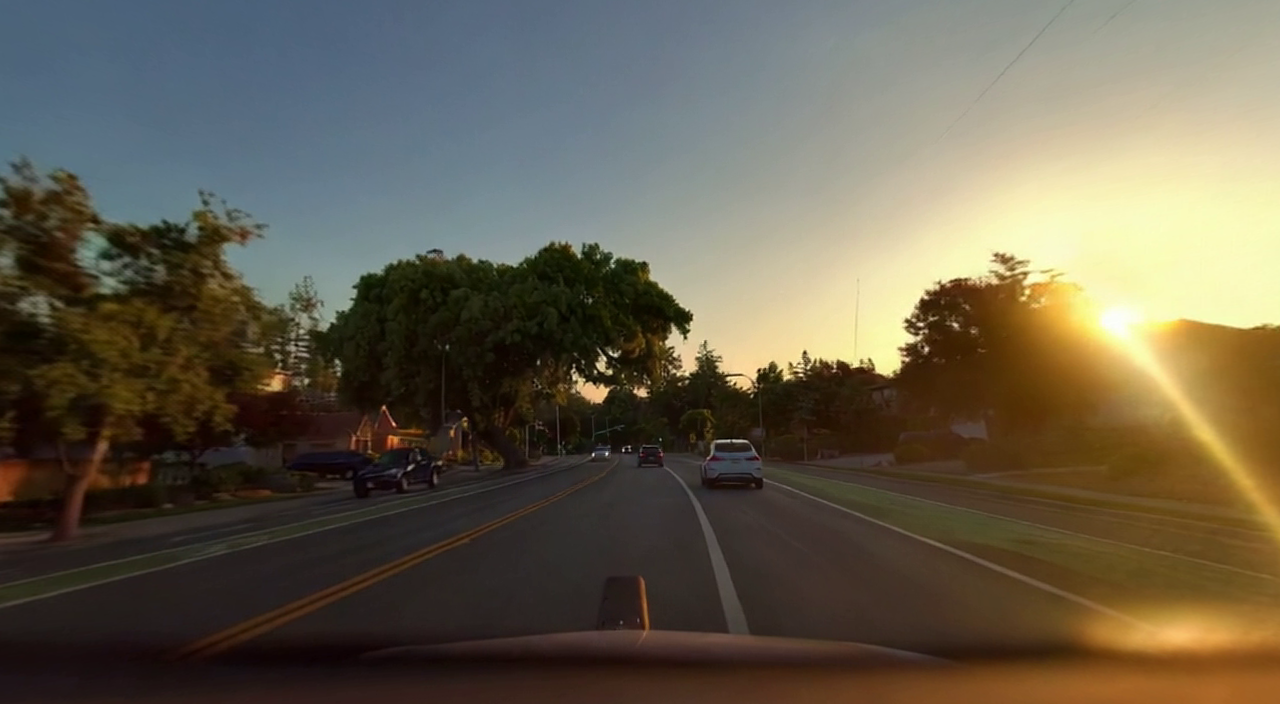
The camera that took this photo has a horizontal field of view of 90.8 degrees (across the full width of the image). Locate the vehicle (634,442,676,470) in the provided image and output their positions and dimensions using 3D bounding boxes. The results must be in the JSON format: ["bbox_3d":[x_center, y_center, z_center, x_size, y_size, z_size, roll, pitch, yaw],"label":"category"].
[{"bbox_3d":[0.772,5.816,35.408,2.196,1.449,4.006,0,-9,-1],"label":"vehicle"}]

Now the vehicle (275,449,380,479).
[{"bbox_3d":[-16.391,5.880,33.279,4.514,1.523,1.860,0,-9,2],"label":"vehicle"}]

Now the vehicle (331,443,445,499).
[{"bbox_3d":[-9.023,4.258,23.091,2.188,1.813,4.478,0,-9,2],"label":"vehicle"}]

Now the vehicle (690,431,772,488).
[{"bbox_3d":[3.017,3.686,22.006,2.200,1.763,4.676,0,-9,1],"label":"vehicle"}]
